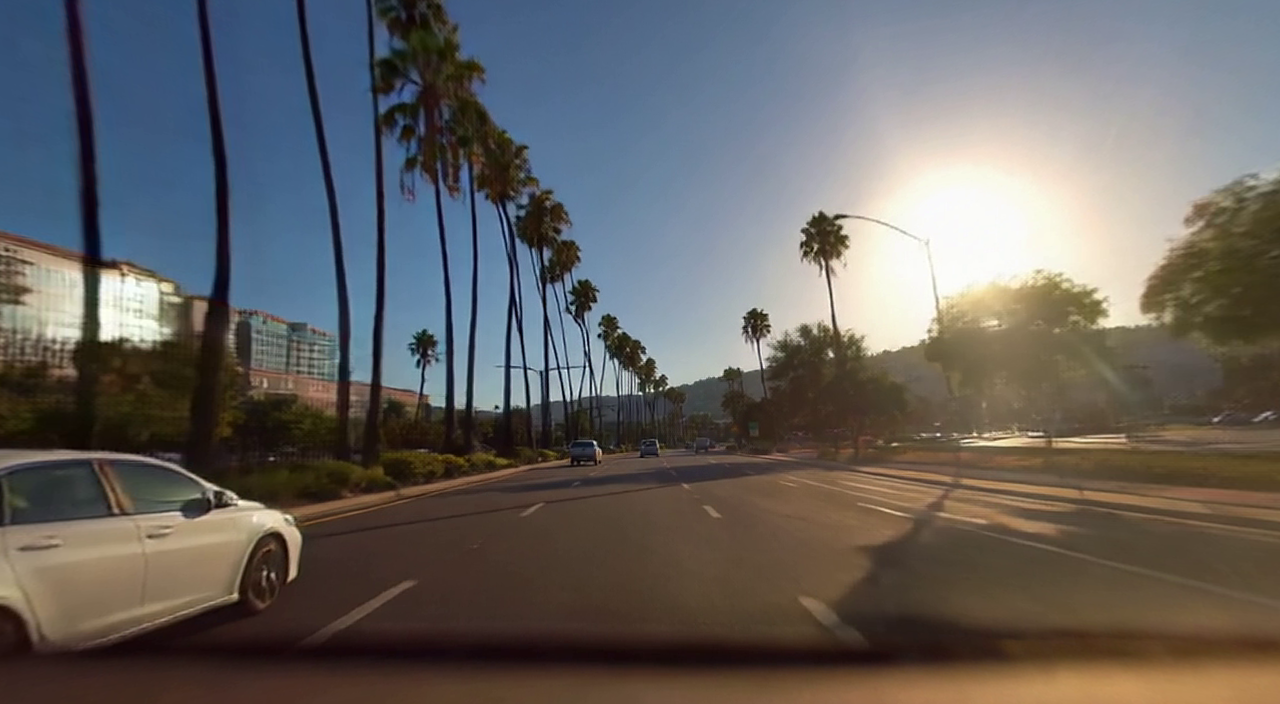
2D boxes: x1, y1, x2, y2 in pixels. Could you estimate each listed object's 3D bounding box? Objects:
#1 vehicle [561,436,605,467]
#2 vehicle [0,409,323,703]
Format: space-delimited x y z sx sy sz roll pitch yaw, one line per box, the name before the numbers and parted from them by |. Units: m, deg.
vehicle | -3.569 6.336 40.216 2.188 1.819 4.667 -1 -8 3
vehicle | -3.670 1.008 2.756 2.036 1.478 4.771 0 -8 0
